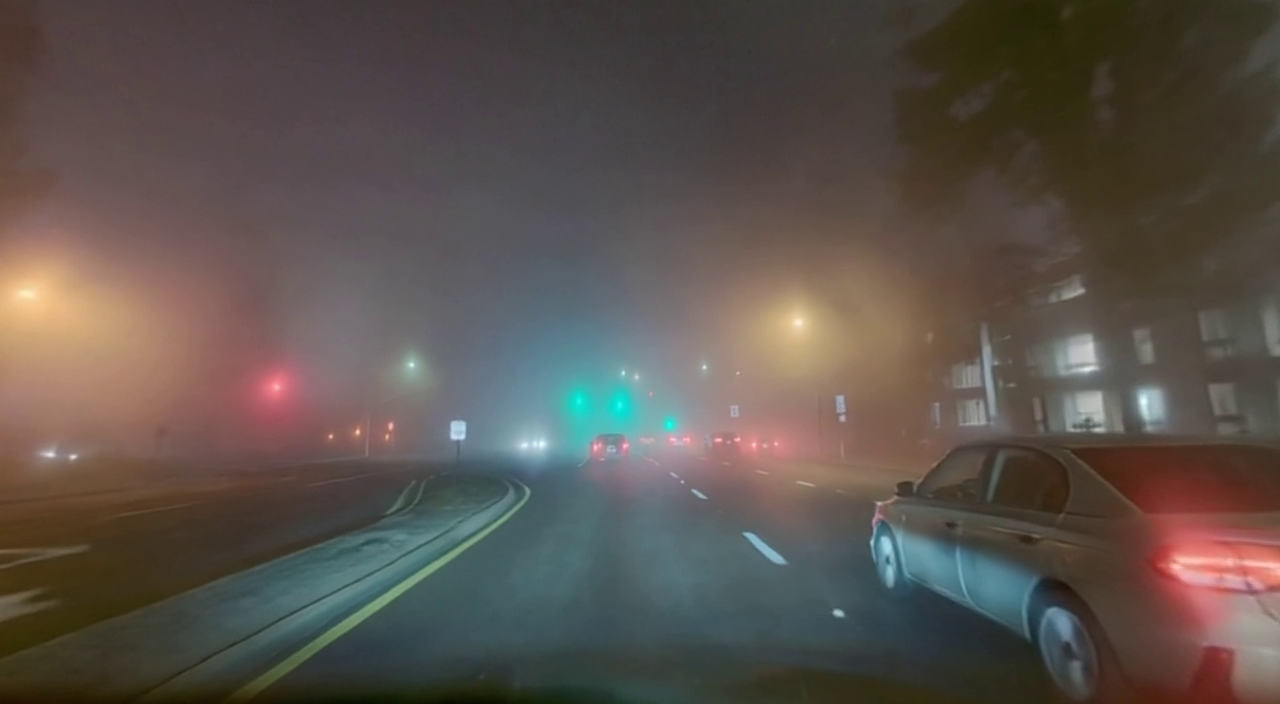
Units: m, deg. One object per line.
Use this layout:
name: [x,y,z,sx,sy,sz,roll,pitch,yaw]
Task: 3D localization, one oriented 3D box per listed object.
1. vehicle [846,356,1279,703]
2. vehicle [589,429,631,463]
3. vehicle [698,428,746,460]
vehicle: [3.355,1.142,4.783,1.893,1.664,4.670,0,-8,-1]
vehicle: [-1.639,4.994,33.730,2.101,1.641,4.341,0,-8,-4]
vehicle: [5.246,5.956,41.222,2.052,1.886,5.297,0,-8,-5]
